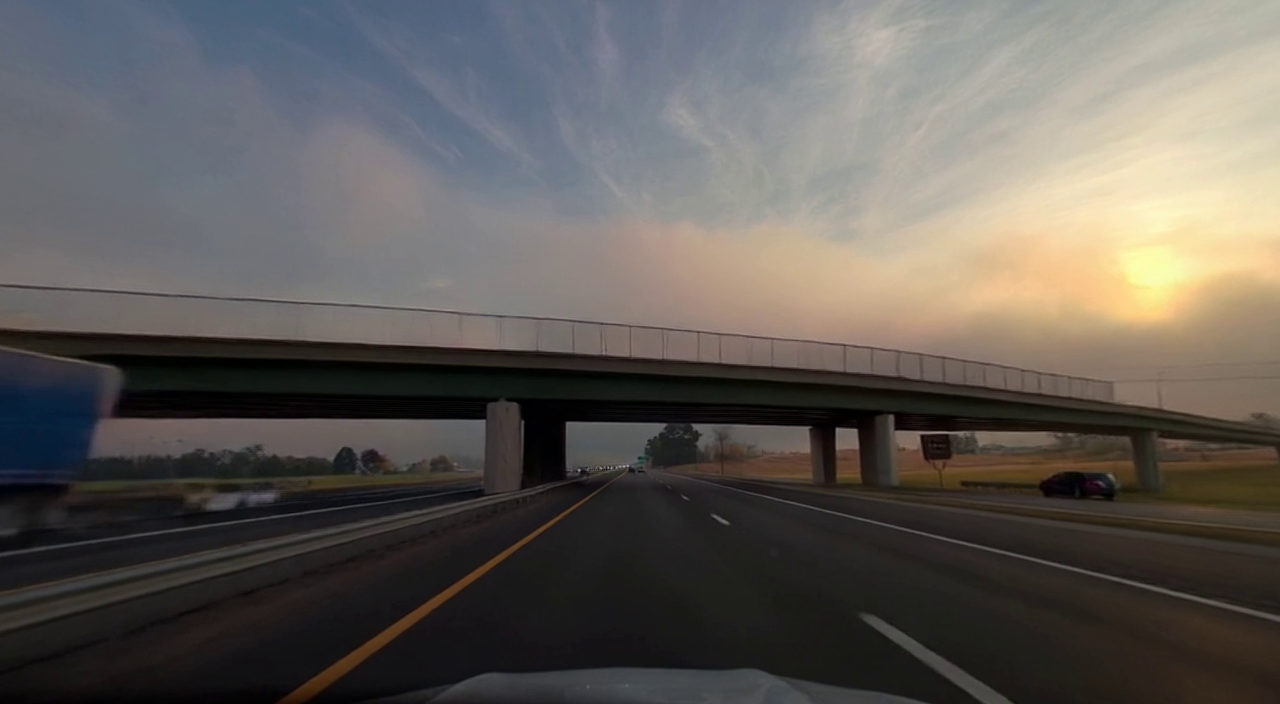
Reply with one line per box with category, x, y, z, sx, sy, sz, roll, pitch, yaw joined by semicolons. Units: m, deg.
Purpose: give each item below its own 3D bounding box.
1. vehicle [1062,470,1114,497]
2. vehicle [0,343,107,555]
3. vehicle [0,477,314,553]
vehicle;29.181;8.571;41.160;1.951;1.616;4.175;-4;-11;24
vehicle;-13.282;1.277;8.919;2.933;3.849;9.640;1;-10;-1
vehicle;-13.260;4.225;17.523;2.628;1.252;10.954;-1;-10;0
